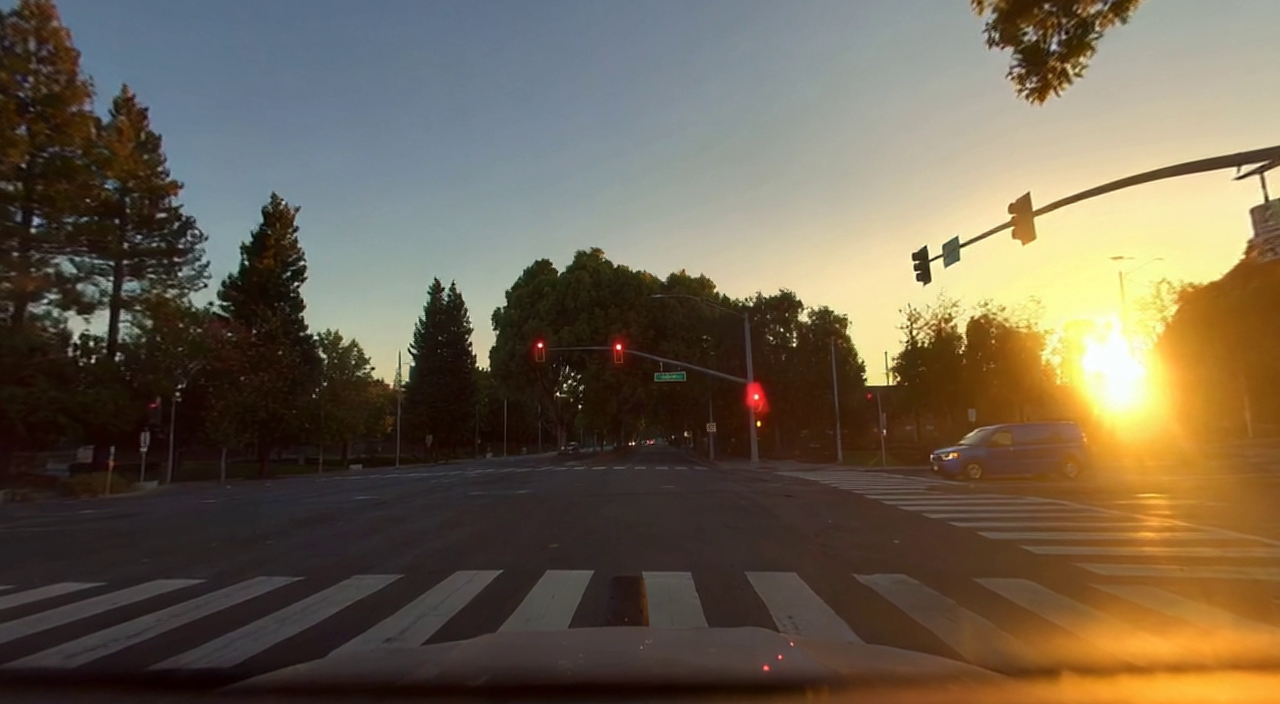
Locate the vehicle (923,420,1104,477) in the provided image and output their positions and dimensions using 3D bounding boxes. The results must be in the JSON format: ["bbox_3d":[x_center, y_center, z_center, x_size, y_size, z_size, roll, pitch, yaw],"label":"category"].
[{"bbox_3d":[12.433,3.241,21.227,4.790,1.798,1.909,0,-8,1],"label":"vehicle"}]
